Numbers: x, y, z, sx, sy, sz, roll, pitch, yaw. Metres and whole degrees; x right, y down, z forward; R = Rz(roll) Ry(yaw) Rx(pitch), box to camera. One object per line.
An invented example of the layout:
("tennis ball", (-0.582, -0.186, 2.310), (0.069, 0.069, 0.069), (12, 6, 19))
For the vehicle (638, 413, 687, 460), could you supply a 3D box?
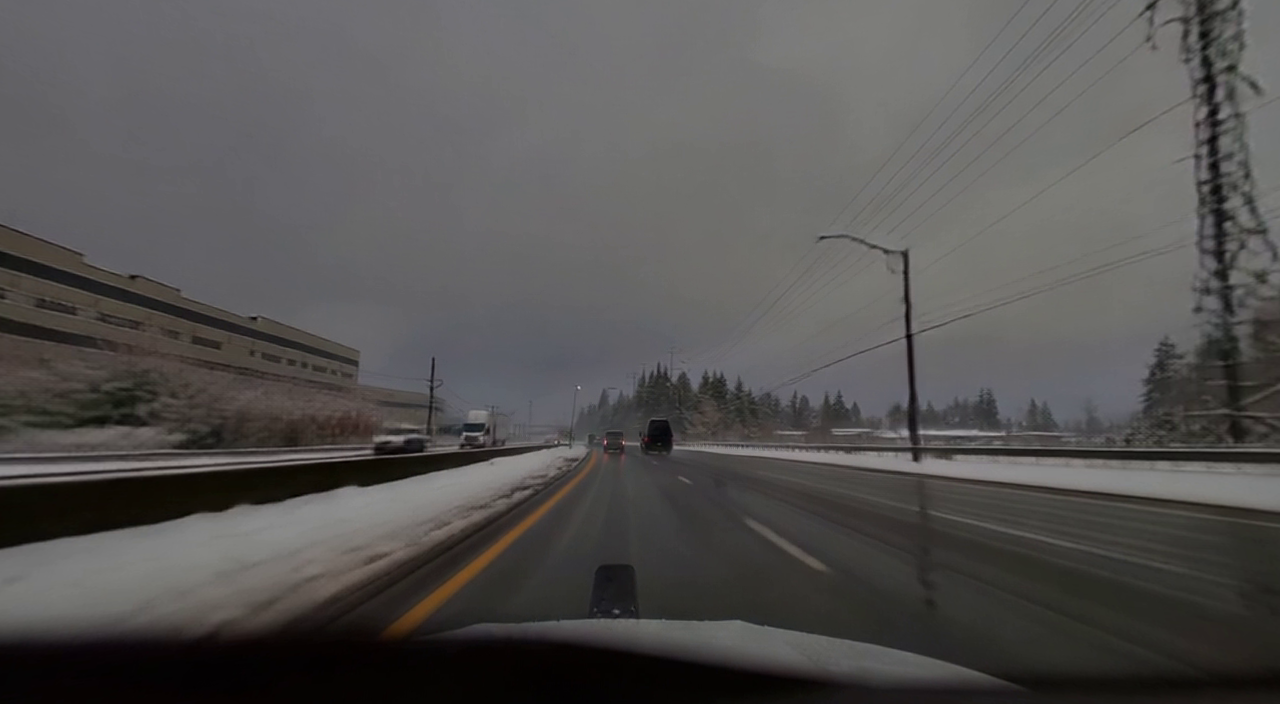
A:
("vehicle", (1.502, 6.199, 45.975), (2.713, 3.140, 6.640), (0, -8, -5))
